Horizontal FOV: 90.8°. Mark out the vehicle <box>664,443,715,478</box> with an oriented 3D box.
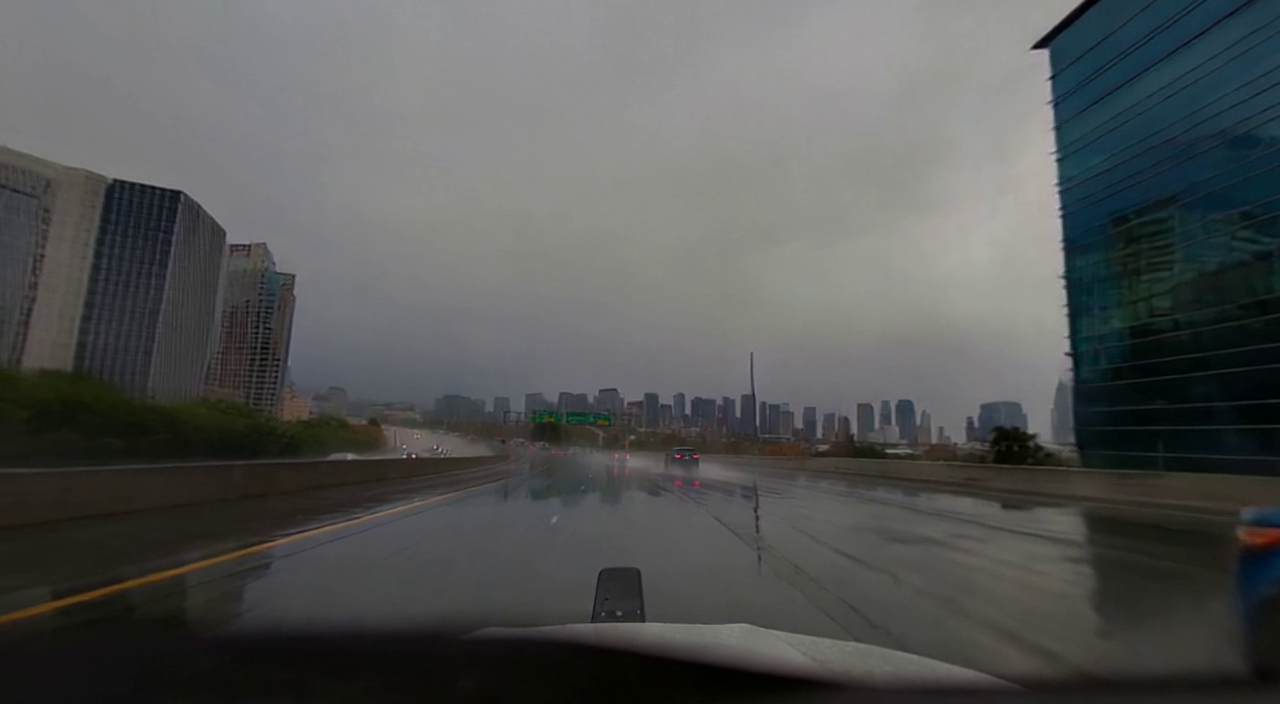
[{"bbox_3d":[2.653,5.966,35.156,2.110,1.780,4.682,0,-8,-5],"label":"vehicle"}]
